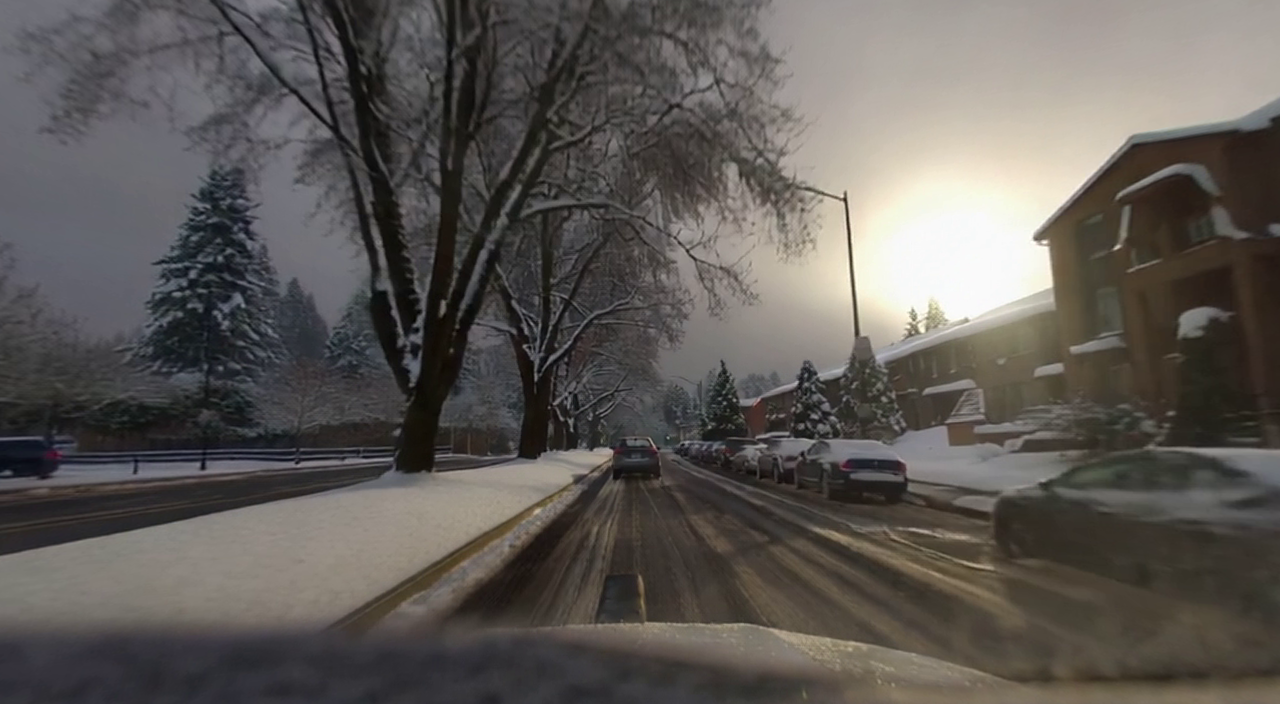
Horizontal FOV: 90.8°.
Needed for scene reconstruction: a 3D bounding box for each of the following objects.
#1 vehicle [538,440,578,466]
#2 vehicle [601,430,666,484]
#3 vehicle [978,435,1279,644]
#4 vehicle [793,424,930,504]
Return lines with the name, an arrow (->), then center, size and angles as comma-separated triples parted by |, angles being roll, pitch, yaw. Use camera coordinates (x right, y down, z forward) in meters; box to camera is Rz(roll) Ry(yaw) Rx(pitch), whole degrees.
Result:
vehicle -> -4.973, 6.222, 38.975 | 2.105, 1.474, 4.808 | 0, -8, -3
vehicle -> -0.263, 3.632, 22.162 | 2.070, 1.698, 3.925 | 0, -8, -1
vehicle -> 5.562, 1.561, 5.988 | 2.022, 1.484, 4.612 | 0, -8, -2
vehicle -> 5.825, 3.008, 17.363 | 2.139, 1.872, 4.585 | 0, -8, 1
